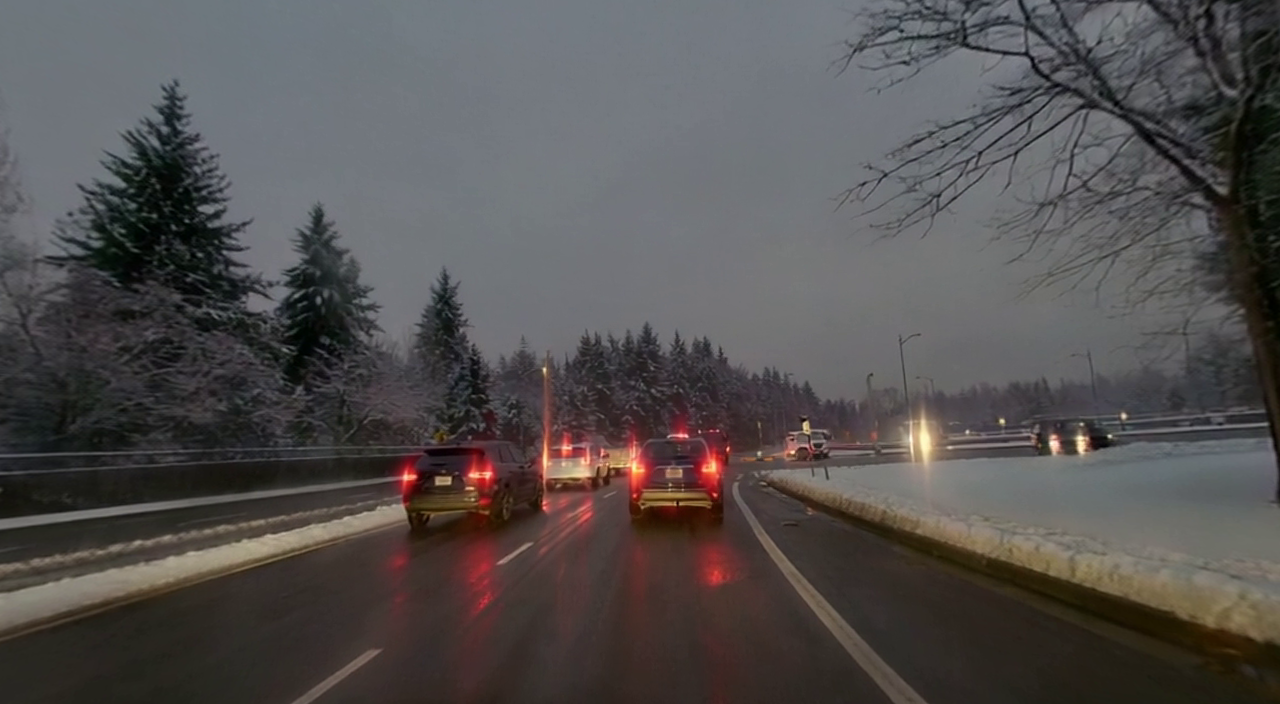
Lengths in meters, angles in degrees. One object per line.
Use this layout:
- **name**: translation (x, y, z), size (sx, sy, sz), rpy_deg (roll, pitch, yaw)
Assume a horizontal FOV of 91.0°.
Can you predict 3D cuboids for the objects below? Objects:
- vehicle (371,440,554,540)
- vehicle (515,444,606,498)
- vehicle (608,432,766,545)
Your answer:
- **vehicle**: translation (-3.028, 2.445, 11.847), size (1.940, 1.502, 4.241), rpy_deg (-1, -9, 4)
- **vehicle**: translation (-2.332, 3.639, 19.692), size (1.870, 1.490, 4.187), rpy_deg (-1, -9, 6)
- **vehicle**: translation (0.687, 2.190, 10.736), size (2.142, 1.528, 4.133), rpy_deg (0, -9, 1)
